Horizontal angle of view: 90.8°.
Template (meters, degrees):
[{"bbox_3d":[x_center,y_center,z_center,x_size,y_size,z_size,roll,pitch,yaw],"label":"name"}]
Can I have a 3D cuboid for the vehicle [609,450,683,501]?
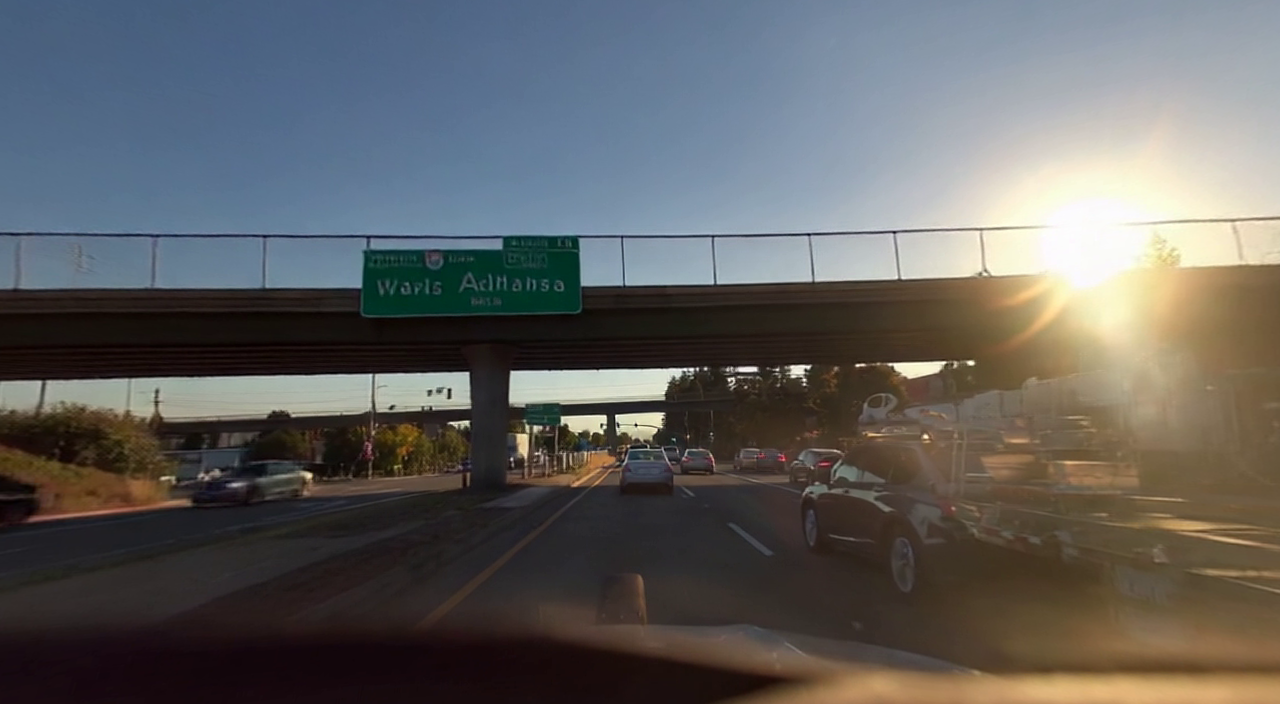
[{"bbox_3d":[0.147,3.665,19.138,2.027,1.341,3.775,0,-9,0],"label":"vehicle"}]

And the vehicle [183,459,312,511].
[{"bbox_3d":[-14.567,4.921,23.837,2.009,1.670,4.583,0,-9,-2],"label":"vehicle"}]

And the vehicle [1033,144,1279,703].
[{"bbox_3d":[3.313,0.313,0.666,2.588,2.321,4.927,0,-9,1],"label":"vehicle"}]

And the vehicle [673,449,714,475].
[{"bbox_3d":[3.104,6.472,37.347,1.962,1.431,4.205,0,-9,-1],"label":"vehicle"}]
